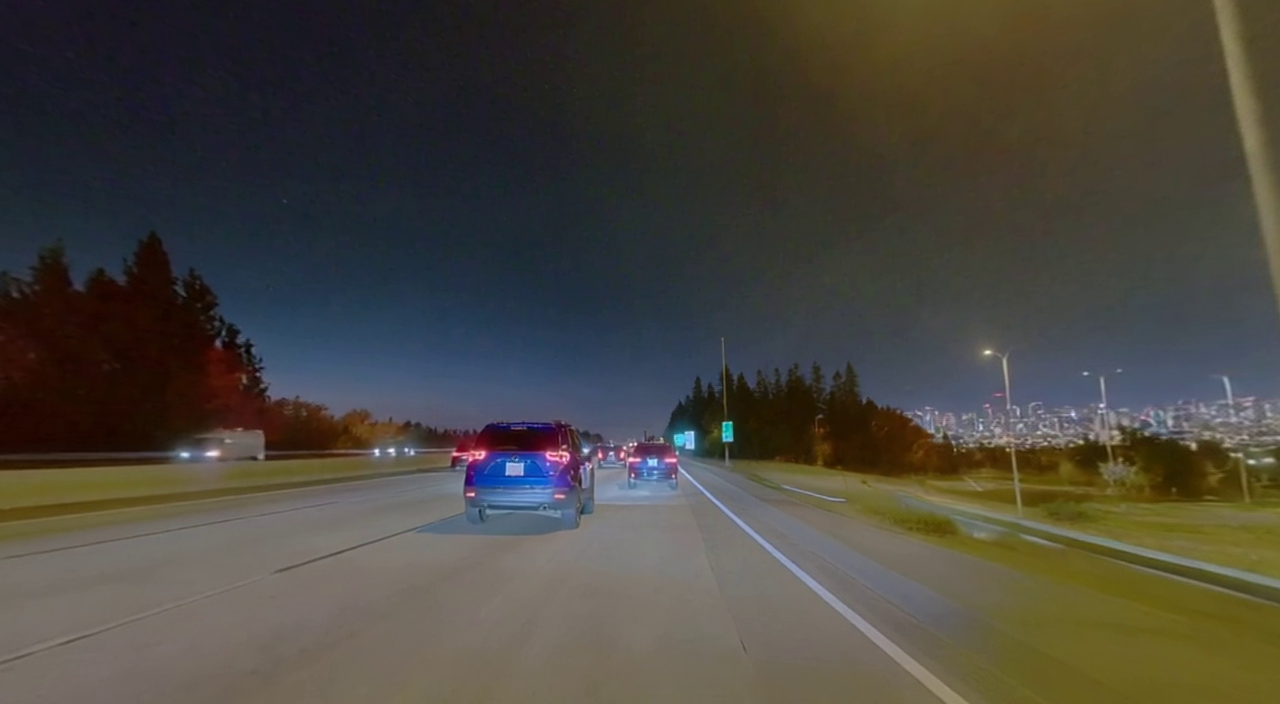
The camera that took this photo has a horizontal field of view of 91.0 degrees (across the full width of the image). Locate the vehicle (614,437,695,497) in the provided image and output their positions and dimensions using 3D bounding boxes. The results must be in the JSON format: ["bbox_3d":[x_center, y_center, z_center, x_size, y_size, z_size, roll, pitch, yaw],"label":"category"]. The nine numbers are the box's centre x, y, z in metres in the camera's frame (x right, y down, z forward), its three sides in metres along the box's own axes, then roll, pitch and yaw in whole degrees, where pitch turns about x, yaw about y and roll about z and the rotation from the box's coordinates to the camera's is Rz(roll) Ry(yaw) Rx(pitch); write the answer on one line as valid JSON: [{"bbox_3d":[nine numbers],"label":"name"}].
[{"bbox_3d":[0.436,3.229,18.031,2.068,1.488,4.045,0,-9,2],"label":"vehicle"}]

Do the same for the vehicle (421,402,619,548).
[{"bbox_3d":[-1.561,1.842,9.957,2.123,1.798,4.108,0,-9,3],"label":"vehicle"}]

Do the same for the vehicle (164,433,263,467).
[{"bbox_3d":[-30.738,7.105,45.752,2.256,2.318,6.501,-1,-9,4],"label":"vehicle"}]
